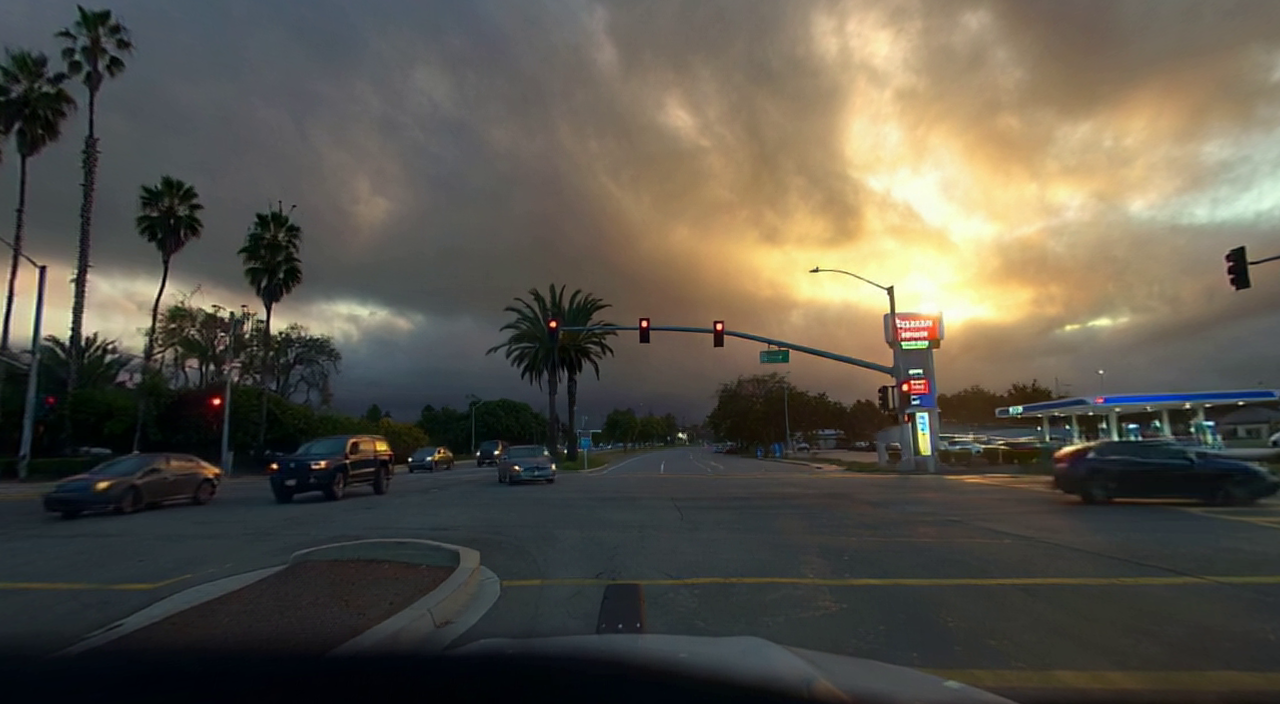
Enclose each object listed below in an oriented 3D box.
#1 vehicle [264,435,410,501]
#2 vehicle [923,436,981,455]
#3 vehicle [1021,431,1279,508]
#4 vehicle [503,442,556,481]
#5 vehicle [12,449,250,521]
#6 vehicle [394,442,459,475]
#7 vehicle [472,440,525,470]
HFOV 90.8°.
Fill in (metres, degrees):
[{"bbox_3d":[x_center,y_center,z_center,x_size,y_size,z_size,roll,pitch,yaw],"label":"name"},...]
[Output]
[{"bbox_3d":[-8.512,3.286,18.275,2.156,1.662,4.186,0,-9,-1],"label":"vehicle"},{"bbox_3d":[22.538,6.766,45.664,3.356,1.395,1.559,0,-9,-1],"label":"vehicle"},{"bbox_3d":[12.377,2.777,15.206,4.938,1.651,2.138,-1,-9,8],"label":"vehicle"},{"bbox_3d":[-4.620,4.522,26.460,1.983,1.464,4.579,1,-9,-10],"label":"vehicle"},{"bbox_3d":[-11.807,3.060,15.191,1.966,1.455,4.493,0,-9,0],"label":"vehicle"},{"bbox_3d":[-11.874,5.950,35.502,1.973,1.712,4.872,0,-9,0],"label":"vehicle"},{"bbox_3d":[-8.553,6.296,38.607,2.124,1.701,4.551,0,-9,1],"label":"vehicle"}]
